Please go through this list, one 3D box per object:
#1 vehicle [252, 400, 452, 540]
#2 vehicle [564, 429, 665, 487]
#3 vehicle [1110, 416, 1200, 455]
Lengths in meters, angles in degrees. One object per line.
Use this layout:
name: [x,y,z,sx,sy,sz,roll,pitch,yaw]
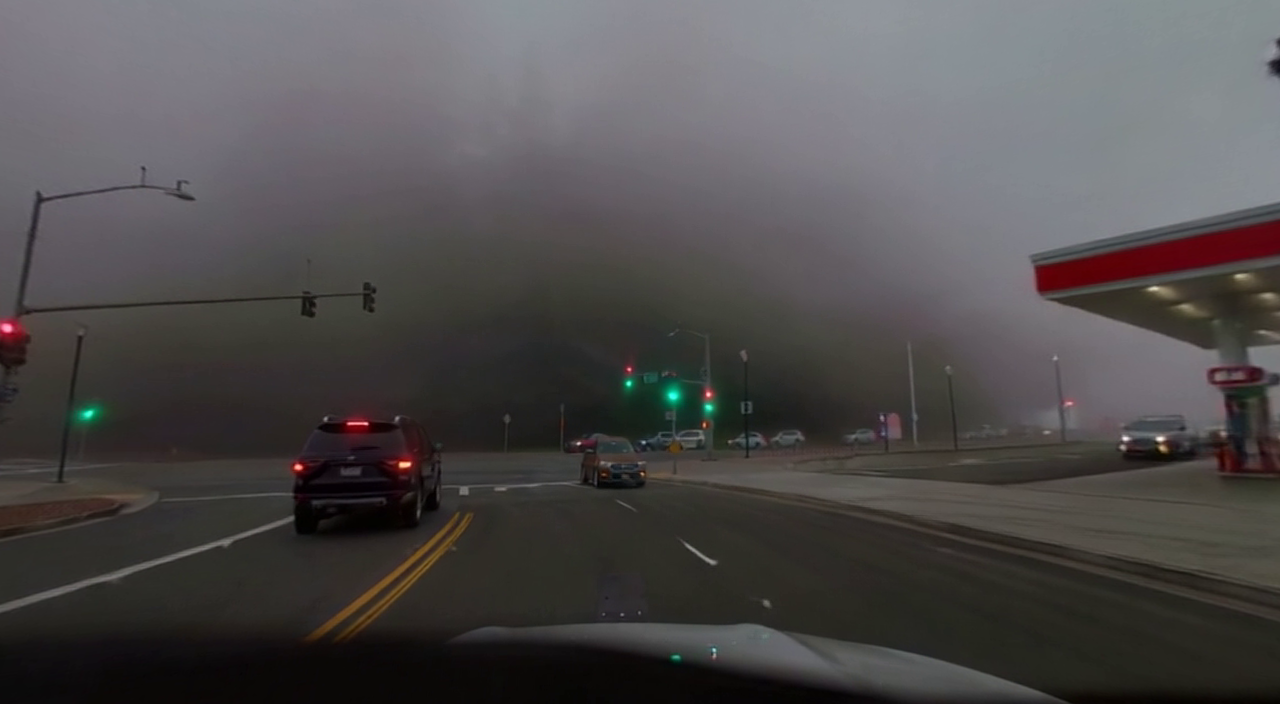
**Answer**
vehicle: [-4.954,2.101,11.740,2.254,2.006,4.766,2,-9,-11]
vehicle: [-1.055,3.754,22.560,2.202,1.822,4.826,4,-9,-20]
vehicle: [25.393,4.176,31.003,4.595,1.764,2.160,6,-11,-35]
